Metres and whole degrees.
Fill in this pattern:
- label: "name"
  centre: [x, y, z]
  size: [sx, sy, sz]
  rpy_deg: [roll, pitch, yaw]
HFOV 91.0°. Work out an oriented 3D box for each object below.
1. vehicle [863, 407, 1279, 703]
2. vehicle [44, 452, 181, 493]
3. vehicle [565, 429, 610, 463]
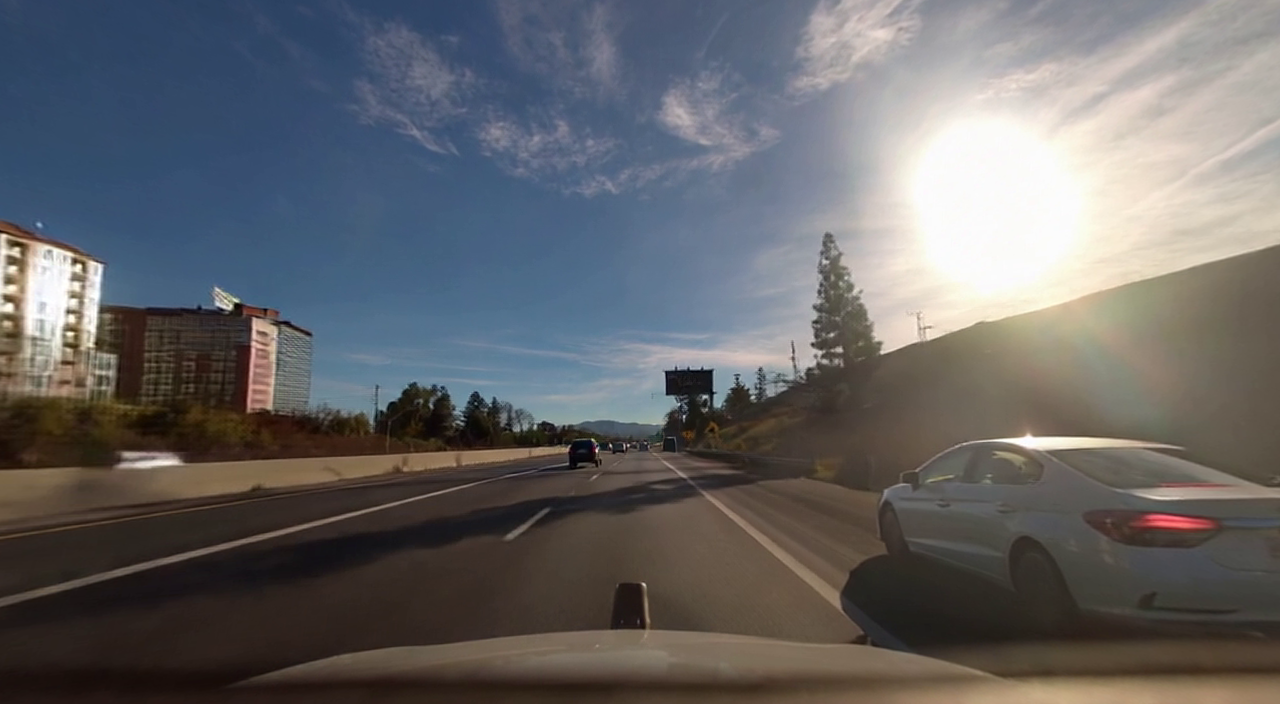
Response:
- label: "vehicle"
  centre: [3.889, 1.423, 5.613]
  size: [2.047, 1.532, 4.884]
  rpy_deg: [0, -9, 0]
- label: "vehicle"
  centre: [-22.007, 5.015, 26.554]
  size: [1.803, 1.508, 4.392]
  rpy_deg: [0, -9, 3]
- label: "vehicle"
  centre: [-3.627, 6.683, 44.658]
  size: [2.496, 2.203, 6.317]
  rpy_deg: [0, -9, 1]
